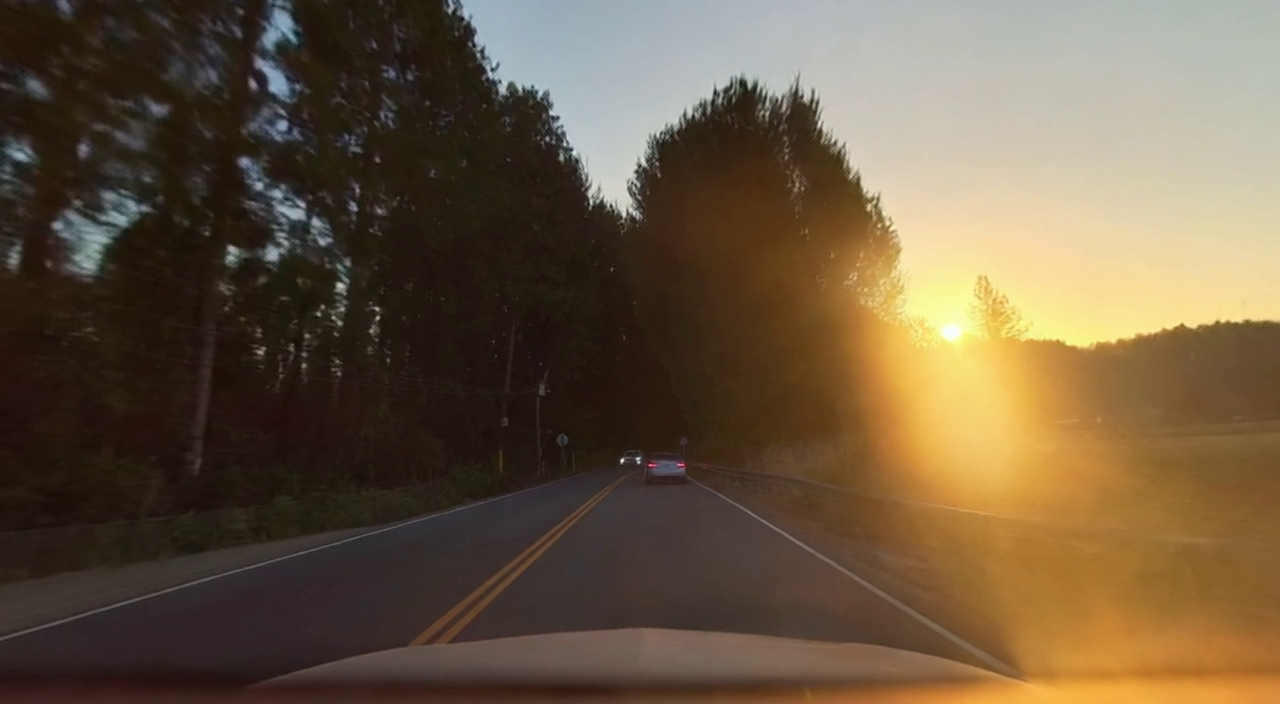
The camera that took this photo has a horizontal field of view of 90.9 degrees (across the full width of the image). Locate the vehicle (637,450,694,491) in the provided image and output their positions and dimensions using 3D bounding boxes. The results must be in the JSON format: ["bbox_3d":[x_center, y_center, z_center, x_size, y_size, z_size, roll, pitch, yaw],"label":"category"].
[{"bbox_3d":[1.088,5.128,27.621,2.274,1.583,4.349,0,-9,2],"label":"vehicle"}]
